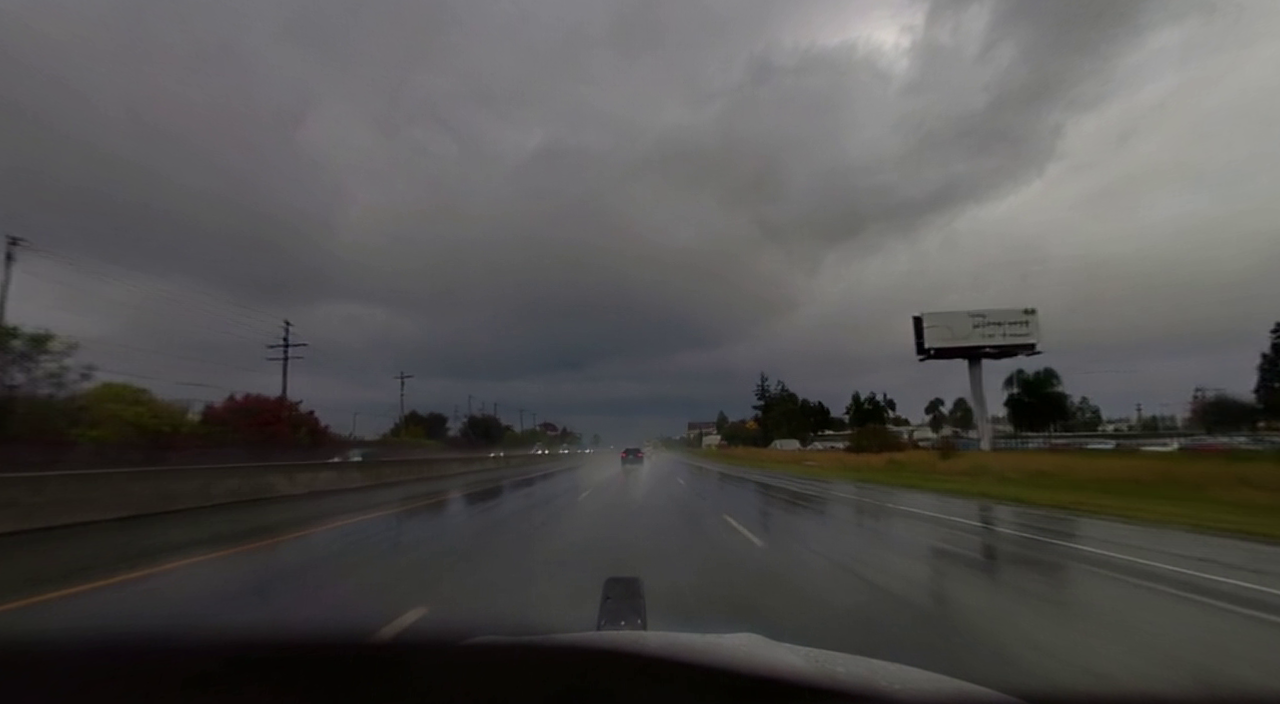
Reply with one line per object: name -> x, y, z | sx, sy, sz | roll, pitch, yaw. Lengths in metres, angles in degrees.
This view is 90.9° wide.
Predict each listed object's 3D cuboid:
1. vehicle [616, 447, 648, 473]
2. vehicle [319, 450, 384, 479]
vehicle -> -0.489, 6.757, 39.438 | 1.916, 1.494, 4.335 | 0, -9, 0
vehicle -> -18.074, 7.045, 39.689 | 1.975, 1.674, 4.661 | 0, -9, -1
